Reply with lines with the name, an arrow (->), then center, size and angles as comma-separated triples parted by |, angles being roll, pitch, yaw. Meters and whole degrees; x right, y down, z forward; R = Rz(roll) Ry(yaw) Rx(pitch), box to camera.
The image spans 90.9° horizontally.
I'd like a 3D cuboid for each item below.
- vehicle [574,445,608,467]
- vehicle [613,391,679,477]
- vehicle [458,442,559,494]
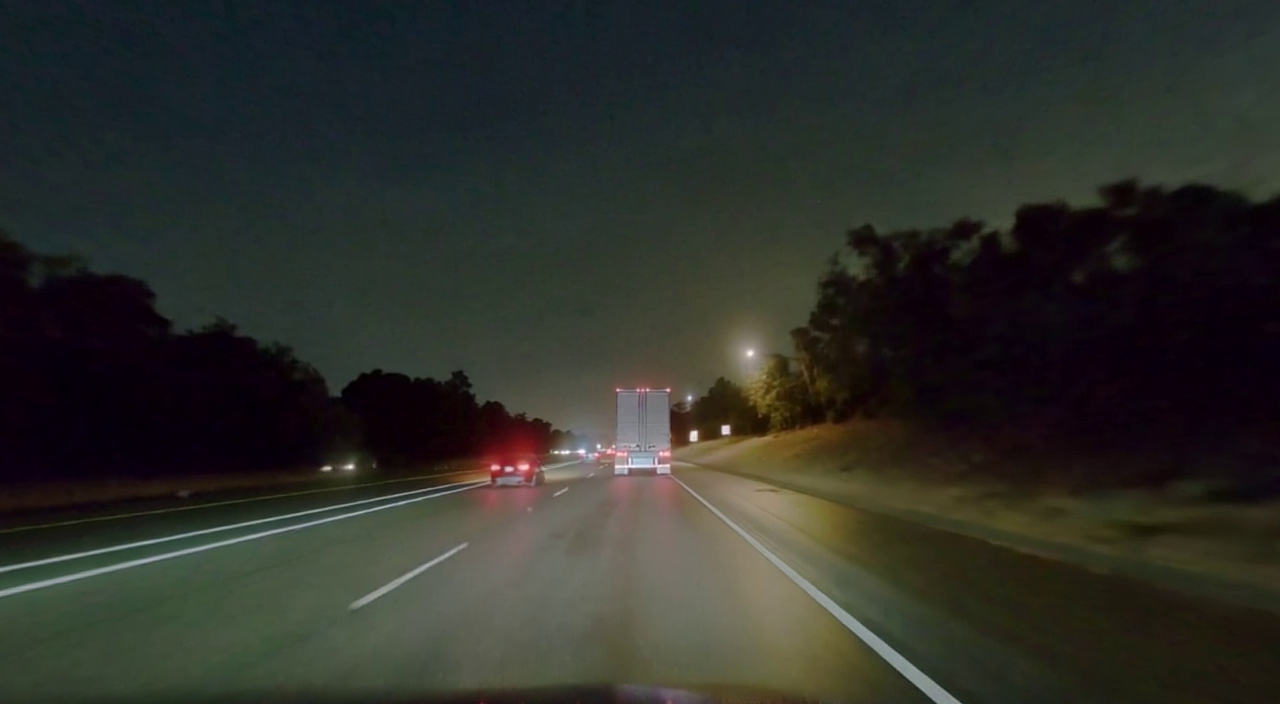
vehicle -> -3.674, 7.909, 47.955 | 2.074, 1.546, 4.946 | 0, -9, 1
vehicle -> 0.203, 4.433, 33.136 | 2.959, 3.828, 9.617 | 0, -9, -1
vehicle -> -4.125, 3.756, 20.760 | 2.206, 1.478, 4.824 | 0, -9, 1
